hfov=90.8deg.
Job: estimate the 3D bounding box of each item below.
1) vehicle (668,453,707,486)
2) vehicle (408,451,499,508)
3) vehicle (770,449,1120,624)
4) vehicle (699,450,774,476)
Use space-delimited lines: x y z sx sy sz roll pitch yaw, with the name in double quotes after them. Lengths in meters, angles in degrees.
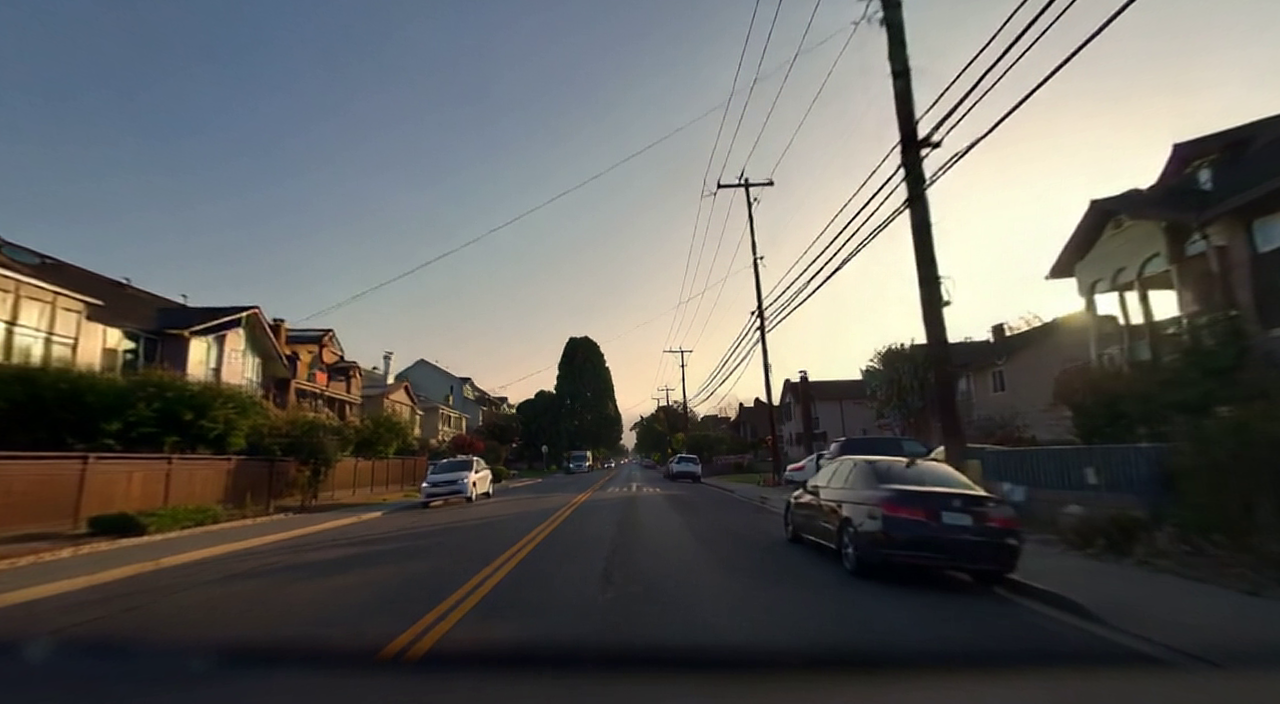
2.719 6.855 37.151 1.945 1.792 3.903 0 -9 -1 "vehicle"
-6.585 4.530 22.875 2.056 1.741 4.532 -2 -10 -2 "vehicle"
3.201 1.990 7.885 2.076 1.513 4.305 0 -9 -2 "vehicle"
7.156 8.323 47.457 5.288 1.871 2.148 0 -9 0 "vehicle"
